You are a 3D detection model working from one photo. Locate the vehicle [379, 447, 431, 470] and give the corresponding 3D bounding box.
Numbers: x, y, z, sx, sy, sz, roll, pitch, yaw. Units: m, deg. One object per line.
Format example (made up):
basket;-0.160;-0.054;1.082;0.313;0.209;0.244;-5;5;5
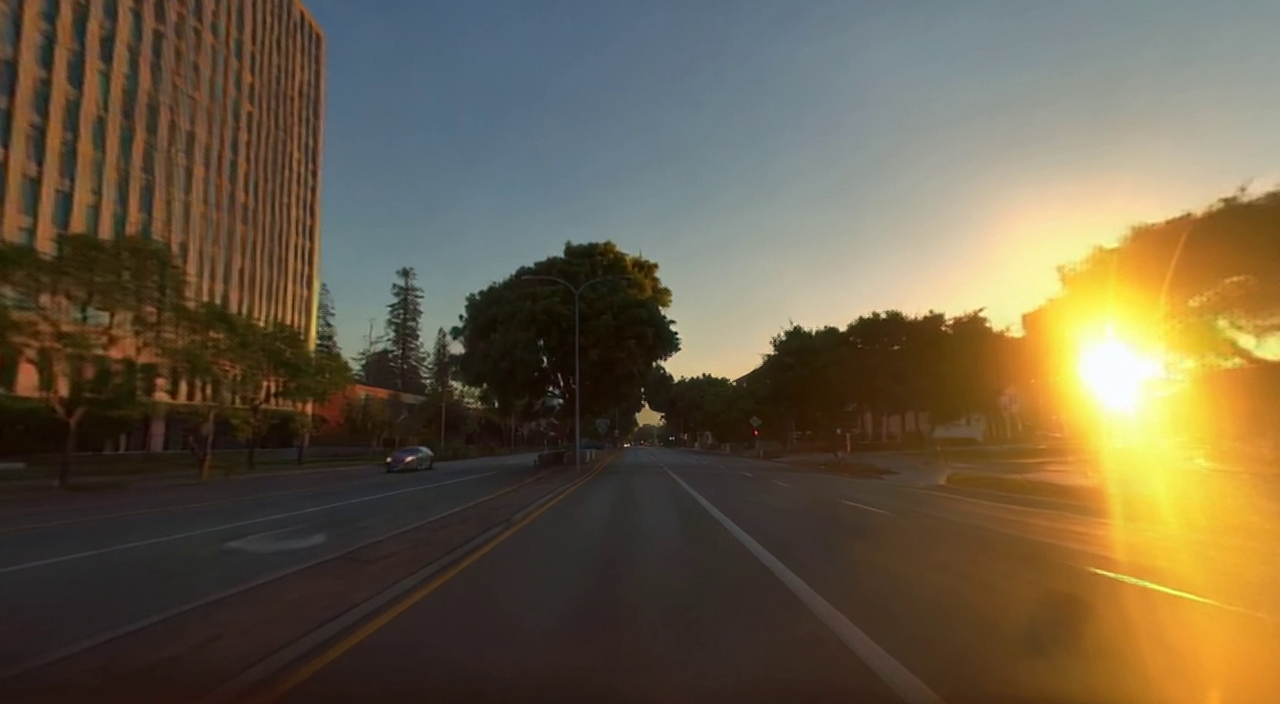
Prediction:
vehicle;-16.126;7.289;43.589;1.908;1.492;4.285;0;-9;1
